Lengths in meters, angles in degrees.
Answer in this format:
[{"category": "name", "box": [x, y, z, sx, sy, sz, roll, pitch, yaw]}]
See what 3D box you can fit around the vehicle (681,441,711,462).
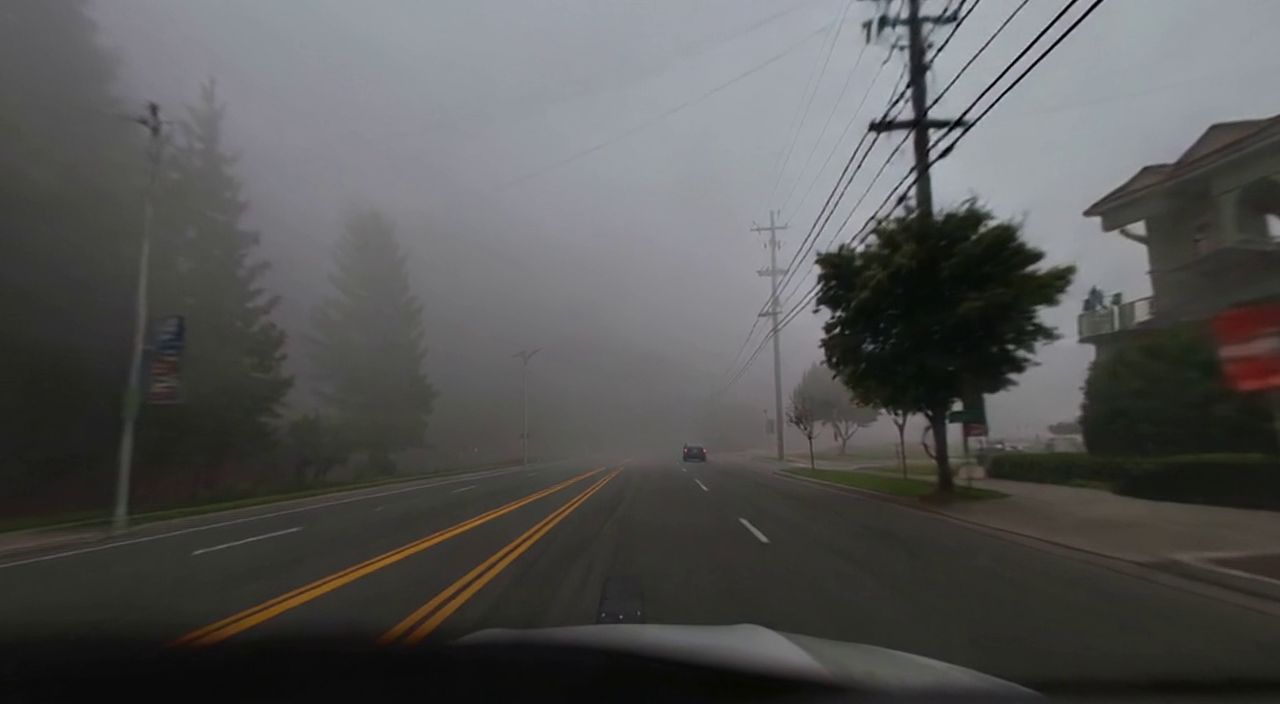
[{"category": "vehicle", "box": [4.085, 7.392, 46.928, 2.015, 1.467, 4.117, -1, -8, 2]}]
